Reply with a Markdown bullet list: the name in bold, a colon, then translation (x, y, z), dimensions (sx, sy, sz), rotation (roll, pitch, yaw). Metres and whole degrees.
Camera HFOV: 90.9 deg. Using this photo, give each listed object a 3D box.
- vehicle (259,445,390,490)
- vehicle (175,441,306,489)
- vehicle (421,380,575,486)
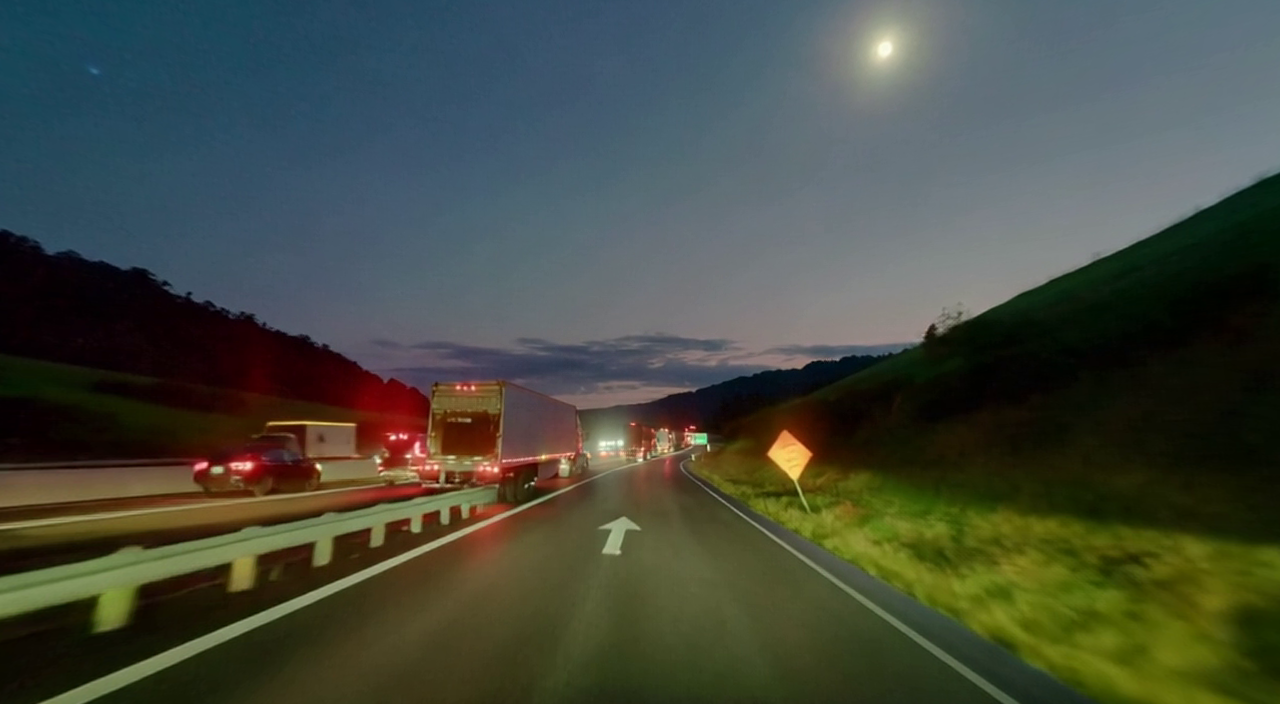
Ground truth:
- **vehicle**: translation (-11.680, 4.292, 23.794), dimensions (1.925, 1.493, 4.864), rotation (-1, -9, 8)
- **vehicle**: translation (-15.509, 4.399, 24.799), dimensions (1.943, 1.662, 4.283), rotation (-1, -9, 8)
- **vehicle**: translation (-6.239, 4.247, 31.636), dimensions (2.848, 4.067, 14.314), rotation (-1, -9, 7)
